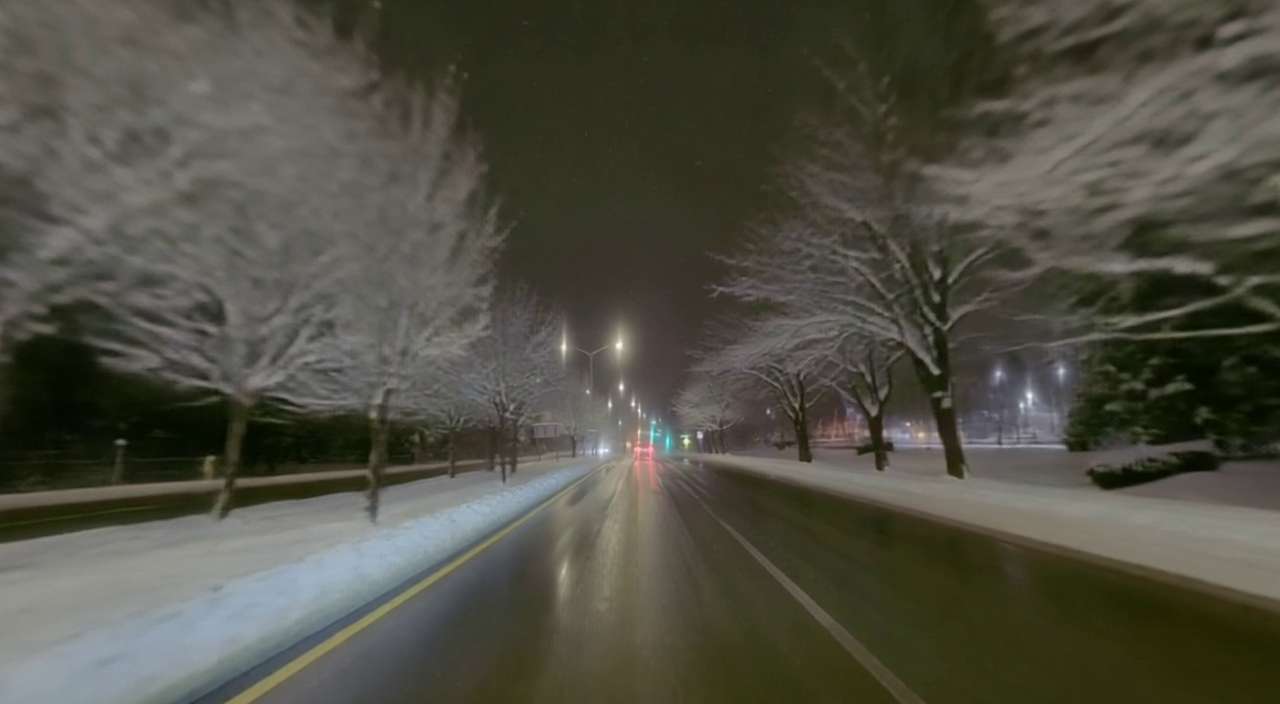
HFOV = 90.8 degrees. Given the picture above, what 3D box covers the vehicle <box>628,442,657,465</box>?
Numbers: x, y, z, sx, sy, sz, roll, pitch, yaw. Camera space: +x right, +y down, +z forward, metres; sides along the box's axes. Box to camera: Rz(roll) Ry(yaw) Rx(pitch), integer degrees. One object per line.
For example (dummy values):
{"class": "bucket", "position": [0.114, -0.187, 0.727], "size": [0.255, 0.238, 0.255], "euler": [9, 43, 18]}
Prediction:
{"class": "vehicle", "position": [0.172, 7.619, 47.636], "size": [2.048, 1.584, 4.393], "euler": [0, -8, 0]}
